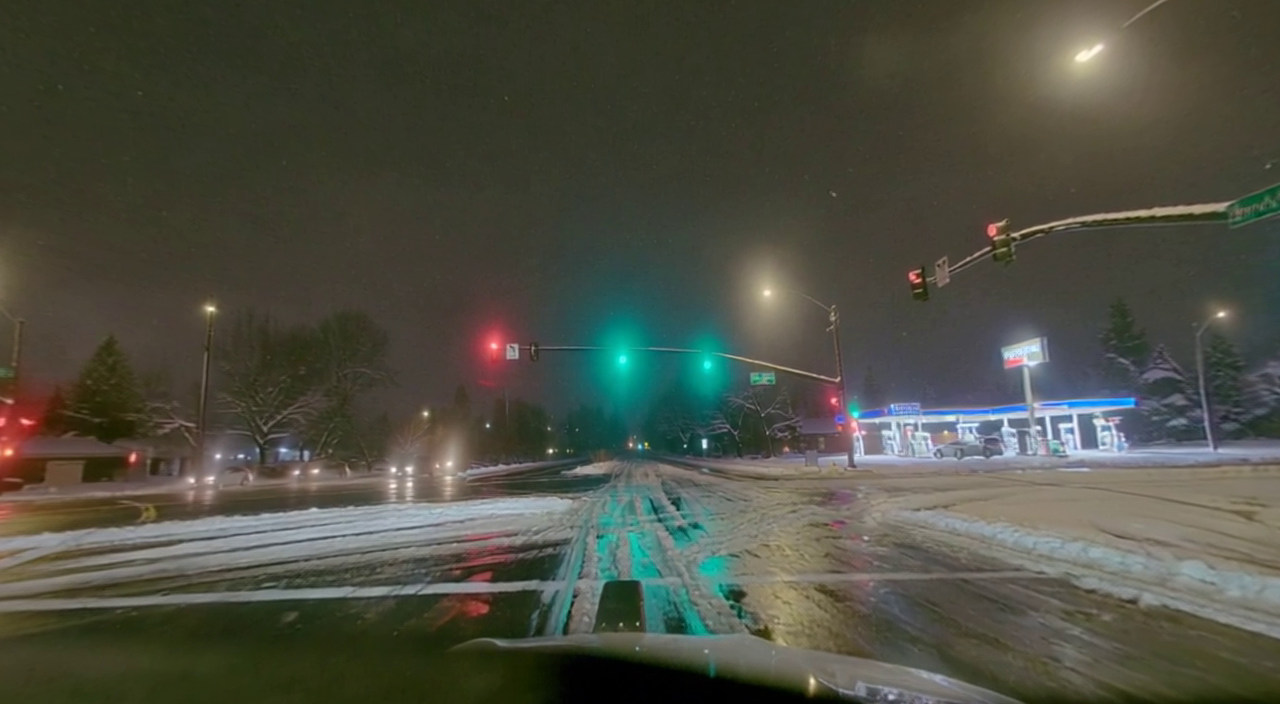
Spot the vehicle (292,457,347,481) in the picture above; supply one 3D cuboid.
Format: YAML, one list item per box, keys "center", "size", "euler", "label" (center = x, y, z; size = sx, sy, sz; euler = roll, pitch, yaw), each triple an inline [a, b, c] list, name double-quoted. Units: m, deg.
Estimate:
- center: [-24.785, 9.022, 49.027]
  size: [2.098, 1.684, 4.388]
  euler: [0, -9, -2]
  label: "vehicle"

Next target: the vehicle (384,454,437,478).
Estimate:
- center: [-15.331, 7.630, 42.520]
  size: [1.920, 1.434, 4.328]
  euler: [0, -9, 0]
  label: "vehicle"

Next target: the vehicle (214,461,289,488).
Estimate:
- center: [-24.695, 7.777, 40.358]
  size: [1.895, 1.483, 4.790]
  euler: [0, -9, -2]
  label: "vehicle"
